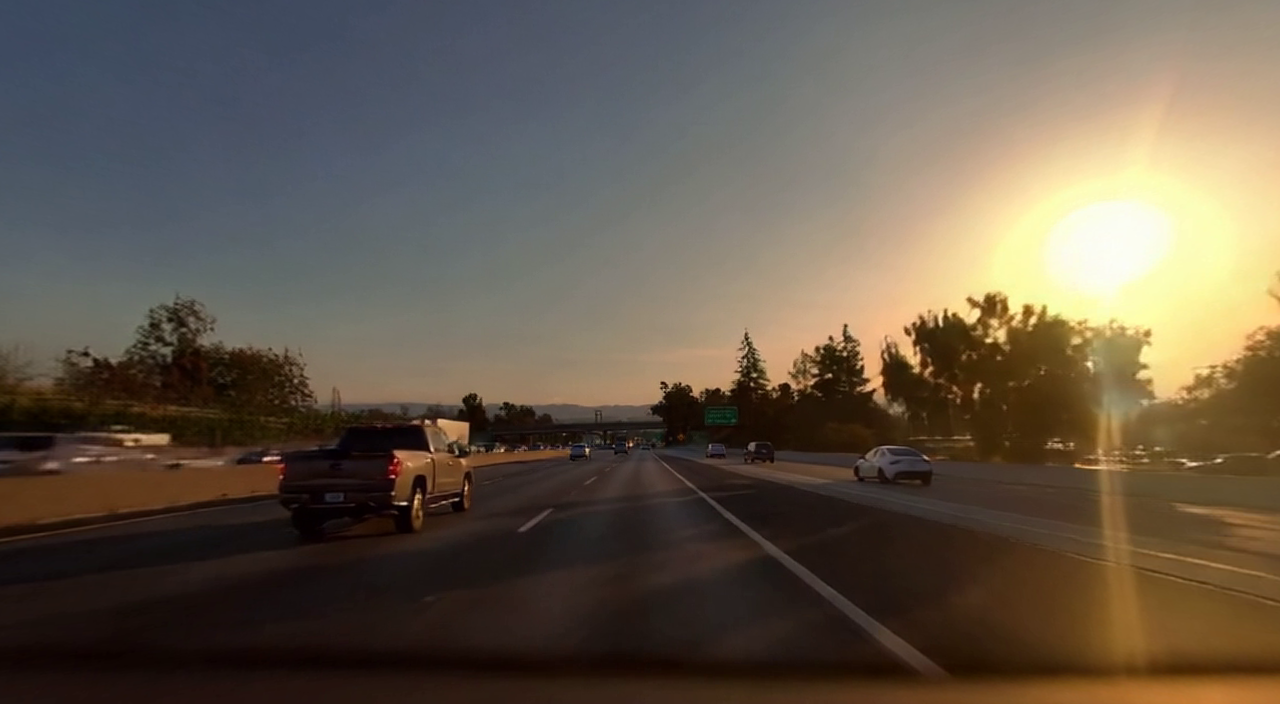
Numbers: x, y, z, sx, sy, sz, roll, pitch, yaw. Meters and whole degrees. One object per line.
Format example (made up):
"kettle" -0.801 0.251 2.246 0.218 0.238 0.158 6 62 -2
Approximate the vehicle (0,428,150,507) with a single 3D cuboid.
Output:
"vehicle" -16.866 3.097 17.169 2.339 1.926 5.751 0 -8 1

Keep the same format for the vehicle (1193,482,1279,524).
"vehicle" 29.036 6.896 28.919 5.058 1.729 2.070 -1 -9 8

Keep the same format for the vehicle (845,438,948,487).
"vehicle" 9.488 4.107 23.746 1.971 1.638 4.295 0 -8 -2

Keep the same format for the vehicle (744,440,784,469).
"vehicle" 9.653 7.984 49.328 2.061 2.115 4.635 0 -8 -1

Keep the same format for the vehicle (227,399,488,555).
"vehicle" -4.081 1.899 10.276 1.994 1.911 4.819 0 -8 0
